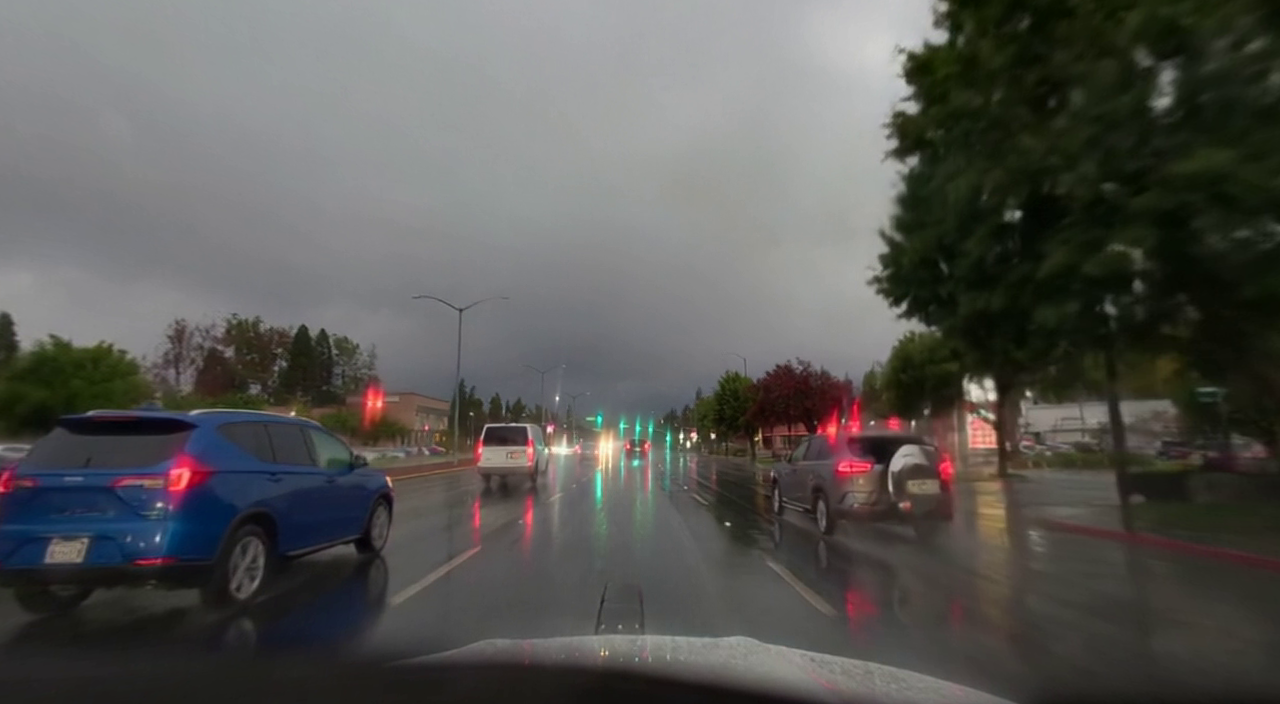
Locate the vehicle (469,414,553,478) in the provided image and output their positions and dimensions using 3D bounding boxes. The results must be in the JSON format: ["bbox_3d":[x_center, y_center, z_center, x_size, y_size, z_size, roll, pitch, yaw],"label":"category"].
[{"bbox_3d":[-5.728,4.323,29.008,2.863,2.592,6.410,1,-9,-4],"label":"vehicle"}]

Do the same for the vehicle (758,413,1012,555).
[{"bbox_3d":[3.584,2.044,10.483,2.167,1.792,4.835,0,-9,-1],"label":"vehicle"}]

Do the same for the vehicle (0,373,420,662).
[{"bbox_3d":[-3.935,1.322,6.055,2.038,1.748,4.303,0,-9,0],"label":"vehicle"}]
